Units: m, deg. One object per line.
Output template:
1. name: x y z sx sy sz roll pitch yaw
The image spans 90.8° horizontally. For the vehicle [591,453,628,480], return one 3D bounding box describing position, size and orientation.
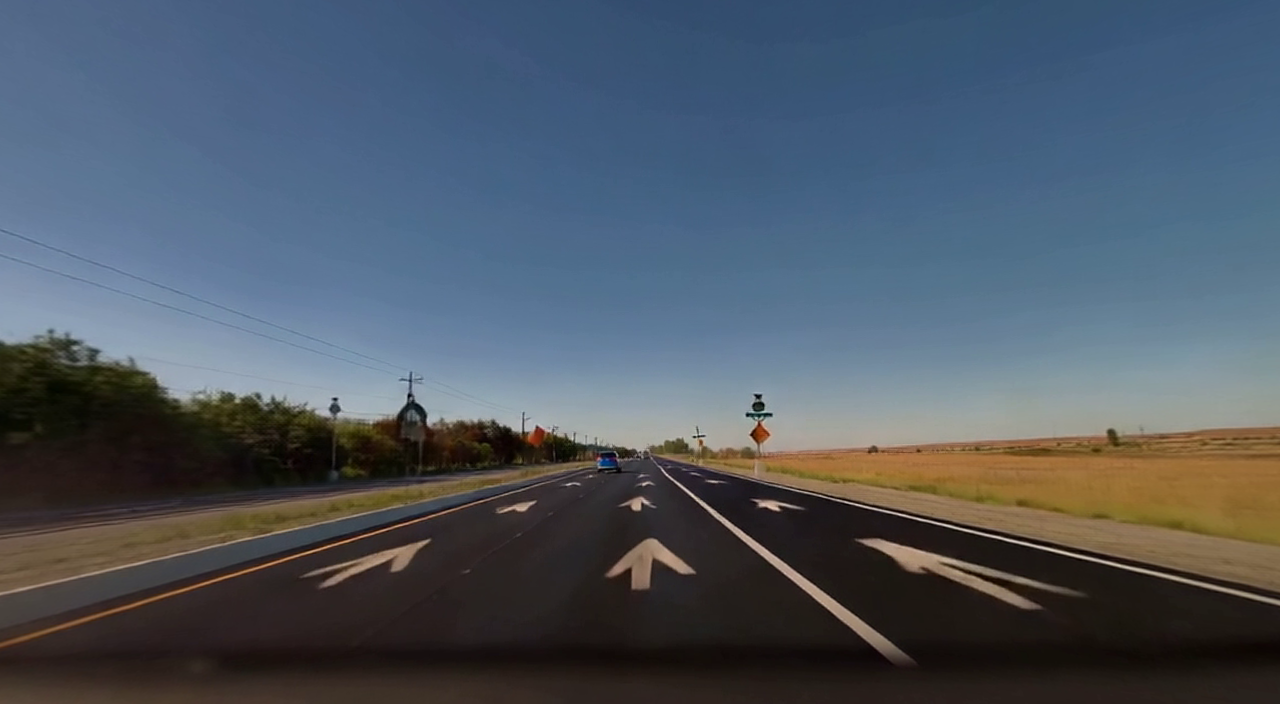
1. vehicle: -1.884 7.311 40.559 2.053 1.647 4.252 -1 -9 2
